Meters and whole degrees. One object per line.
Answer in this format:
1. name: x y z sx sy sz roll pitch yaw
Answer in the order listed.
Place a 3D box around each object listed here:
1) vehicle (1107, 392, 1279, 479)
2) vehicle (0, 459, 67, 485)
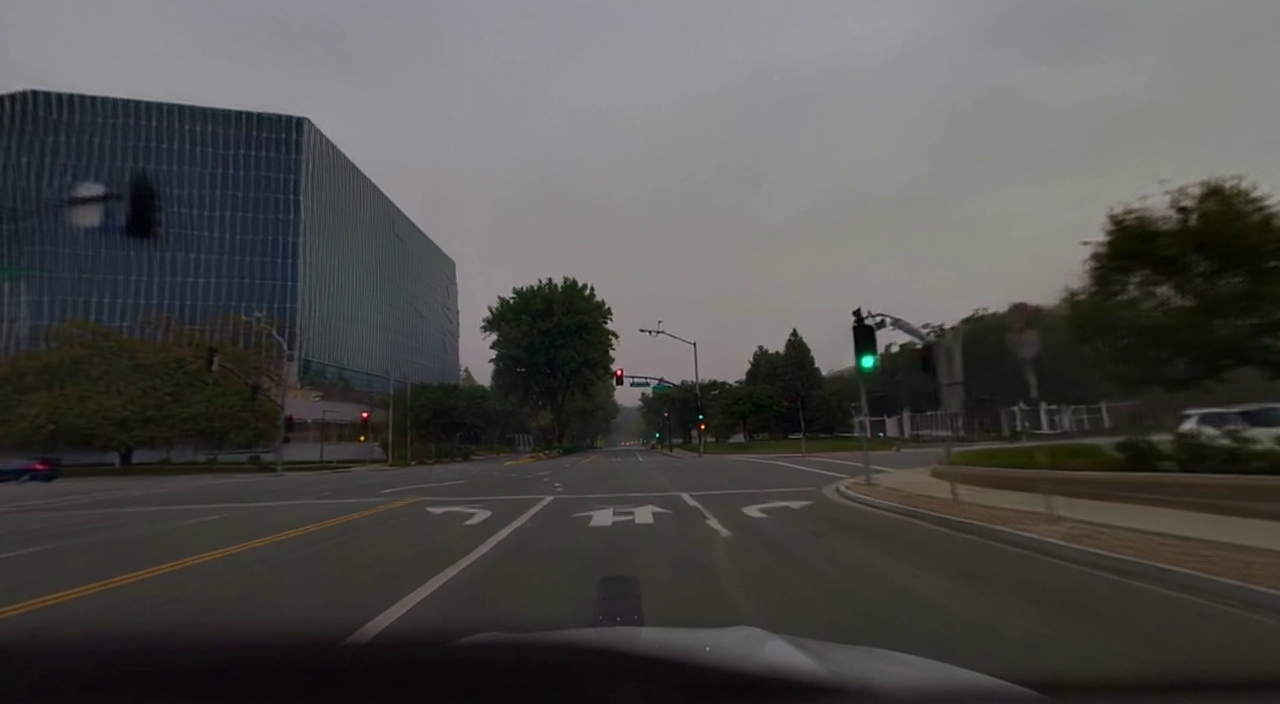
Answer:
1. vehicle: 11.989 1.586 11.960 4.670 1.476 2.042 0 -8 0
2. vehicle: -38.960 7.435 39.253 4.660 1.478 2.007 0 -9 -3
